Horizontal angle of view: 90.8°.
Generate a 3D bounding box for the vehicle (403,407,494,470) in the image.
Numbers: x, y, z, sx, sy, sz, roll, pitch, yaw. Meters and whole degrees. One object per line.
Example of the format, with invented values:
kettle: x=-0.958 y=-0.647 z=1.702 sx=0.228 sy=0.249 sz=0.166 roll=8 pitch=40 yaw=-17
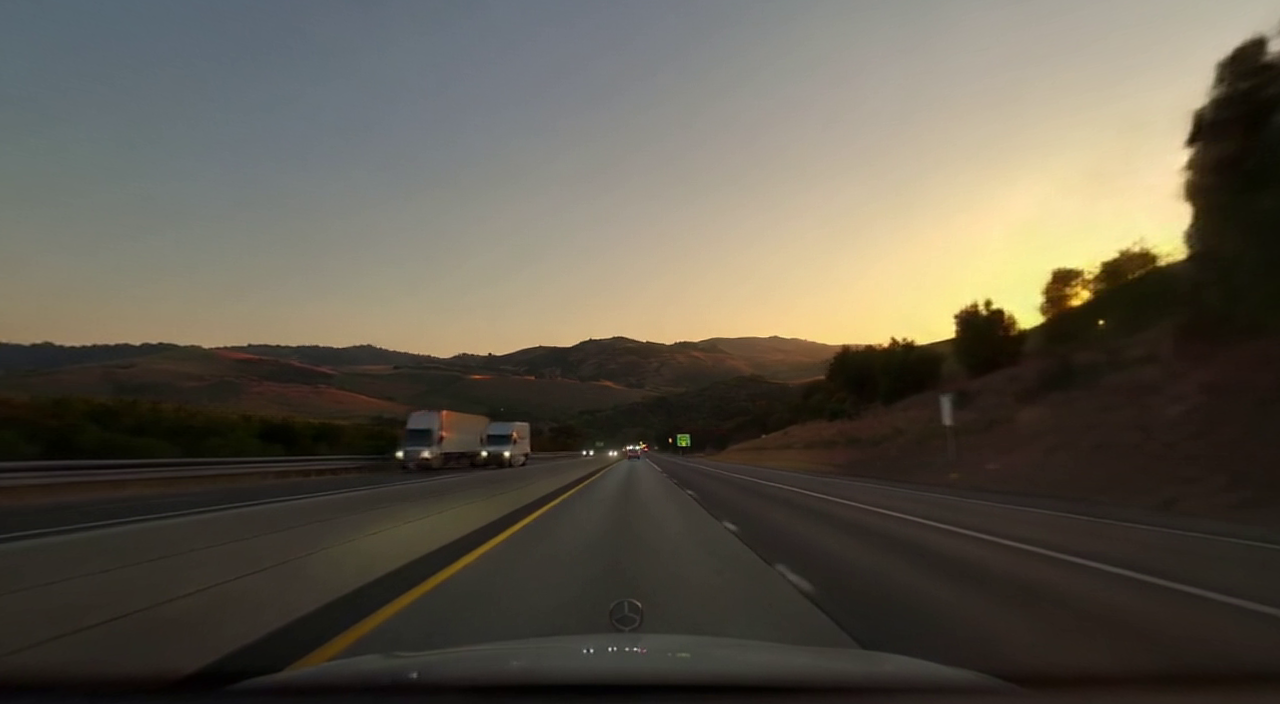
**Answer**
vehicle: x=-12.535 y=5.917 z=42.520 sx=2.962 sy=3.737 sz=10.070 roll=0 pitch=-9 yaw=0
